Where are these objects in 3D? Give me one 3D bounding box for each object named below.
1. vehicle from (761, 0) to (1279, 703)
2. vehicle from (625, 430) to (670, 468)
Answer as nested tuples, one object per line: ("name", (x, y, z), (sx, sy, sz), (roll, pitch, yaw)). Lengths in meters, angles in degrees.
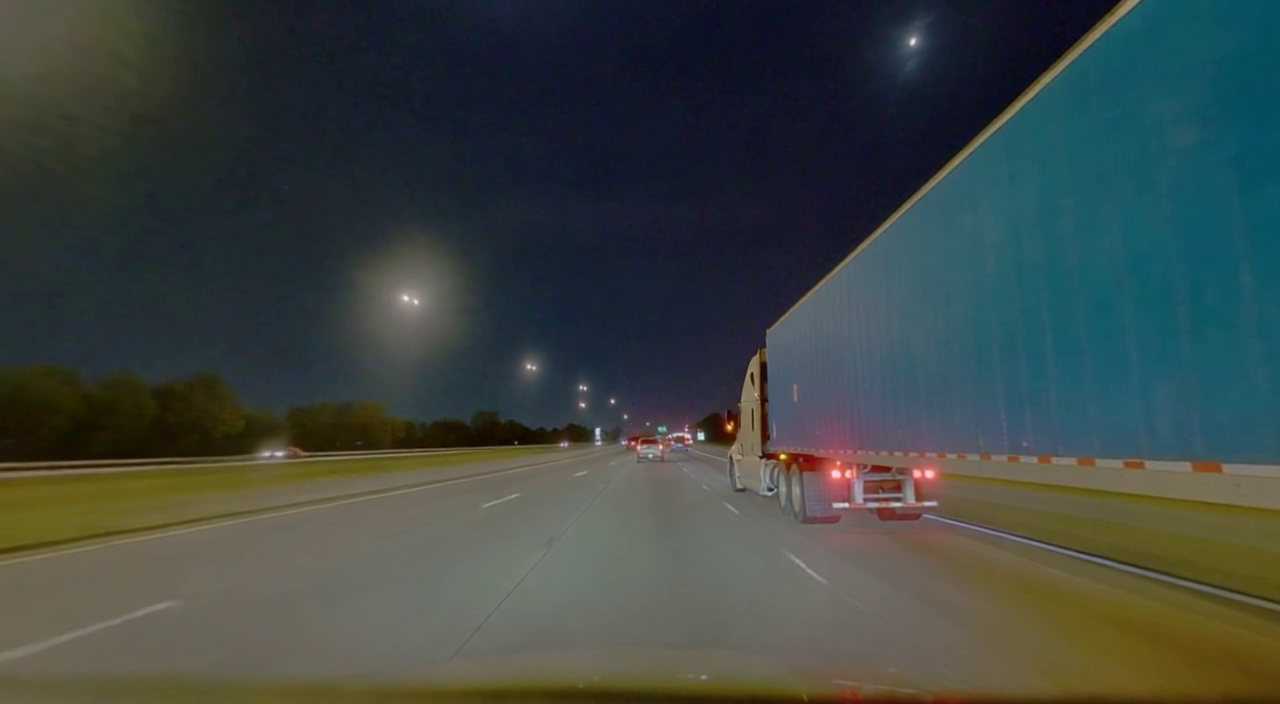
("vehicle", (3.980, 0.038, 5.274), (3.019, 4.145, 16.453), (0, -8, 1))
("vehicle", (0.362, 5.112, 33.388), (2.205, 1.860, 4.301), (0, -8, 0))
